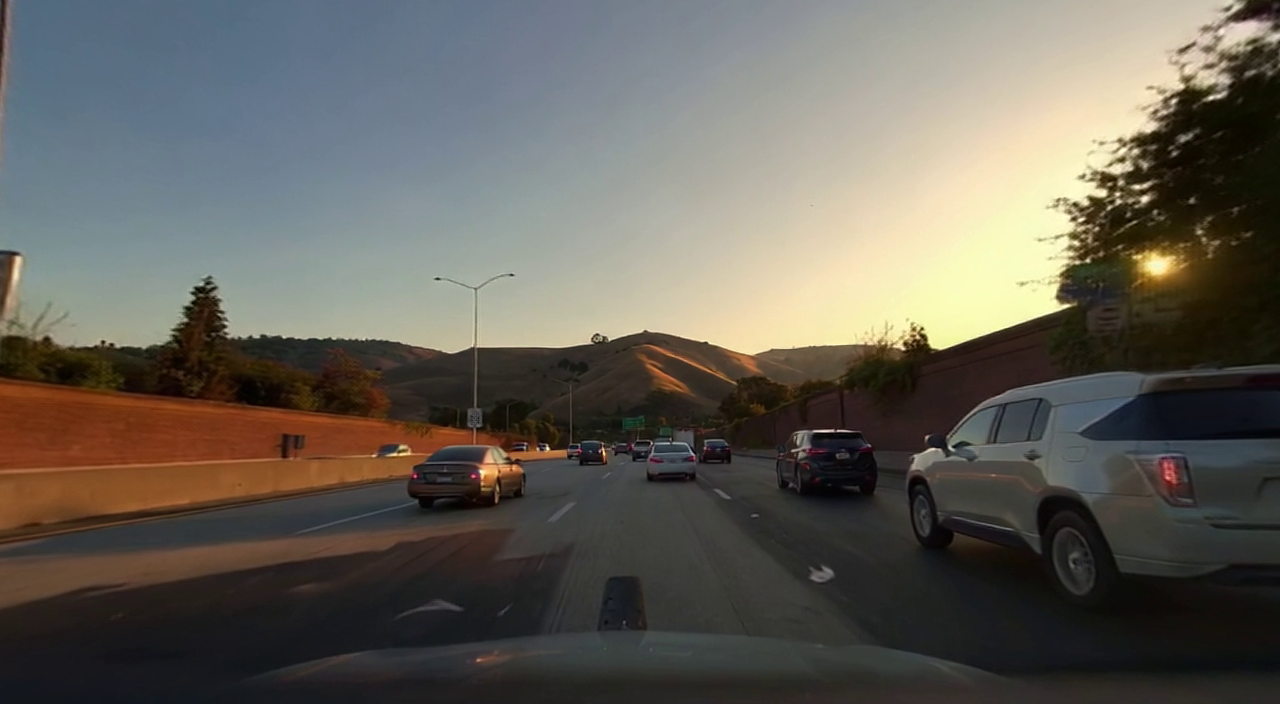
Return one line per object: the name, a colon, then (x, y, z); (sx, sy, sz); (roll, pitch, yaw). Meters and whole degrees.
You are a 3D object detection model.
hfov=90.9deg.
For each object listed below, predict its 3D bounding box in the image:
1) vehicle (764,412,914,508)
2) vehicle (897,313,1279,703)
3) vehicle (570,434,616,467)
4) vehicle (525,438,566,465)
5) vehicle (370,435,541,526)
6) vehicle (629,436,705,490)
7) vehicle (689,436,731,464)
vehicle: (4.368, 2.454, 14.708); (1.970, 1.872, 4.575); (0, -8, 0)
vehicle: (3.767, 1.020, 4.590); (1.930, 1.831, 4.344); (0, -8, 0)
vehicle: (-2.695, 5.820, 37.352); (2.154, 1.793, 4.736); (0, -8, 2)
vehicle: (-6.591, 6.968, 44.436); (2.055, 1.751, 4.825); (0, -8, 1)
vehicle: (-3.348, 2.406, 12.493); (1.961, 1.456, 4.362); (0, -8, 2)
vehicle: (0.710, 3.374, 19.525); (2.105, 1.471, 3.978); (0, -8, -1)
vehicle: (3.910, 5.561, 35.875); (1.855, 1.513, 3.915); (0, -8, -1)
